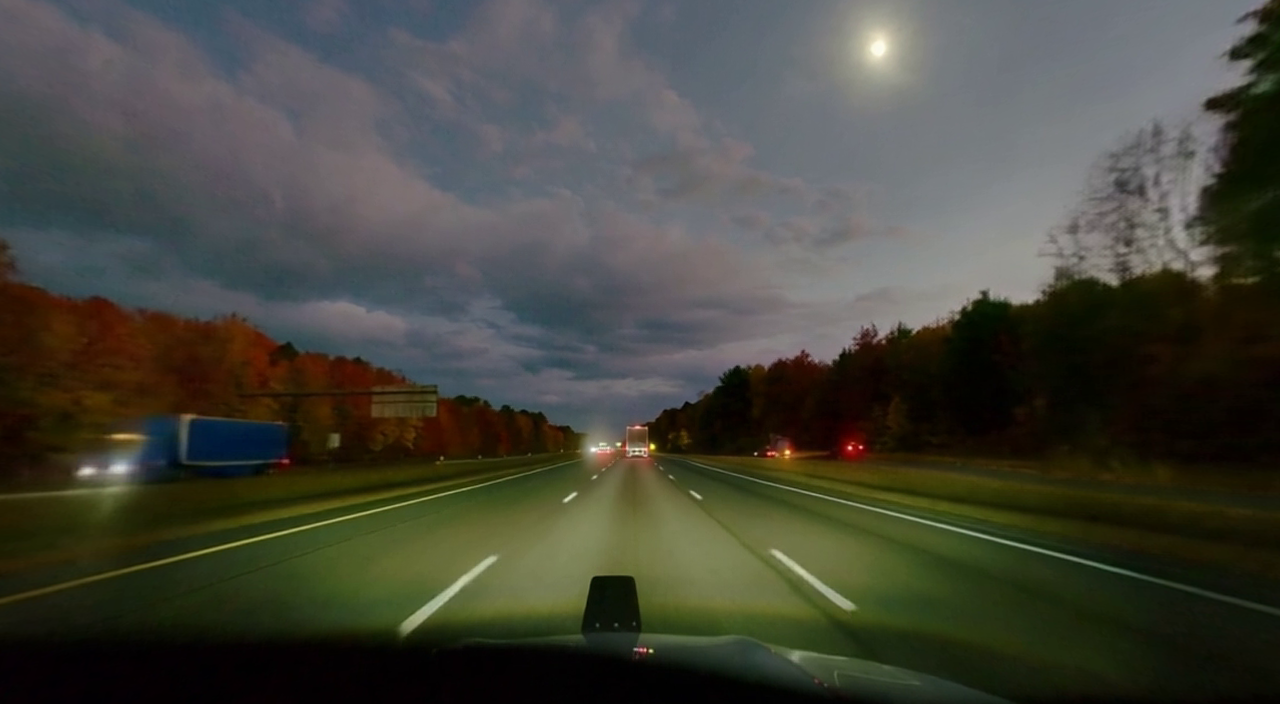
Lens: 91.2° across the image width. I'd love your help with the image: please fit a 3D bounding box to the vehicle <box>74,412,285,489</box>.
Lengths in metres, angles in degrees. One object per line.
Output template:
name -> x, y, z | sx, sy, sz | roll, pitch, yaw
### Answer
vehicle -> -28.206, 6.277, 40.046 | 2.903, 3.942, 14.419 | 0, -9, -1
